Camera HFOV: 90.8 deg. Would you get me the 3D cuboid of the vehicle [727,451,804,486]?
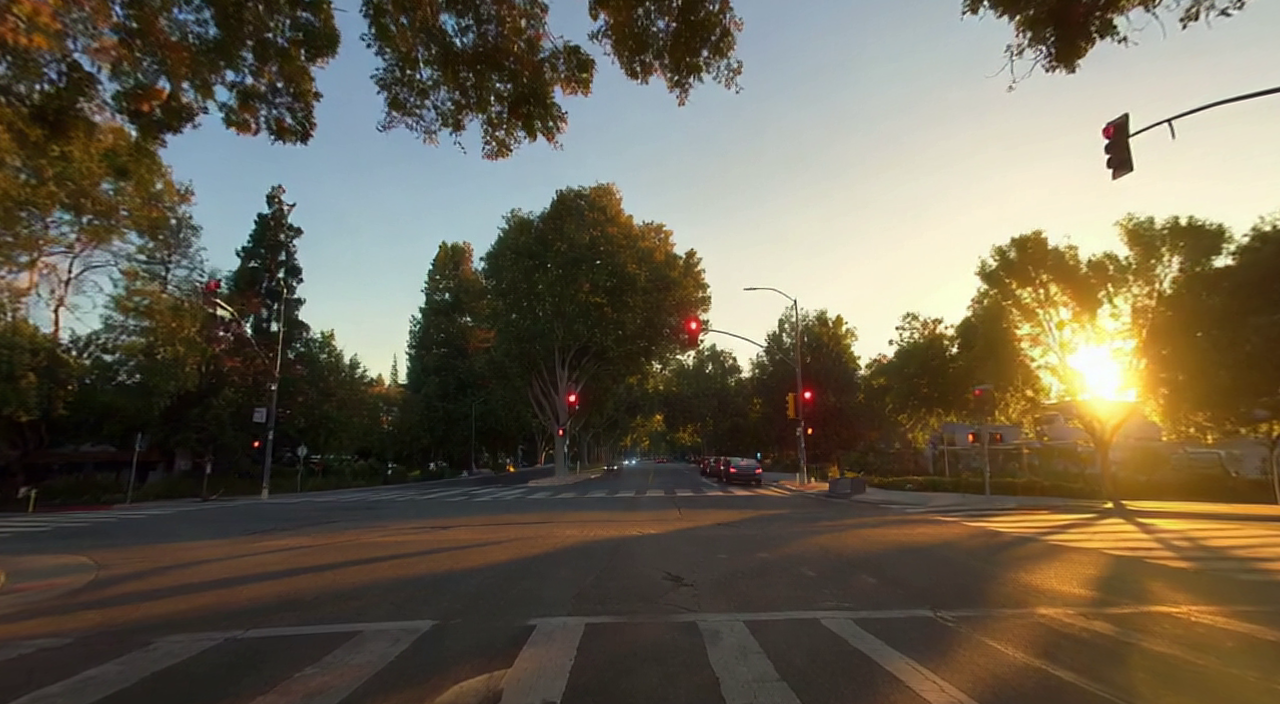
[{"bbox_3d":[8.824,8.254,45.449,2.771,2.214,7.159,2,-9,-12],"label":"vehicle"}]
